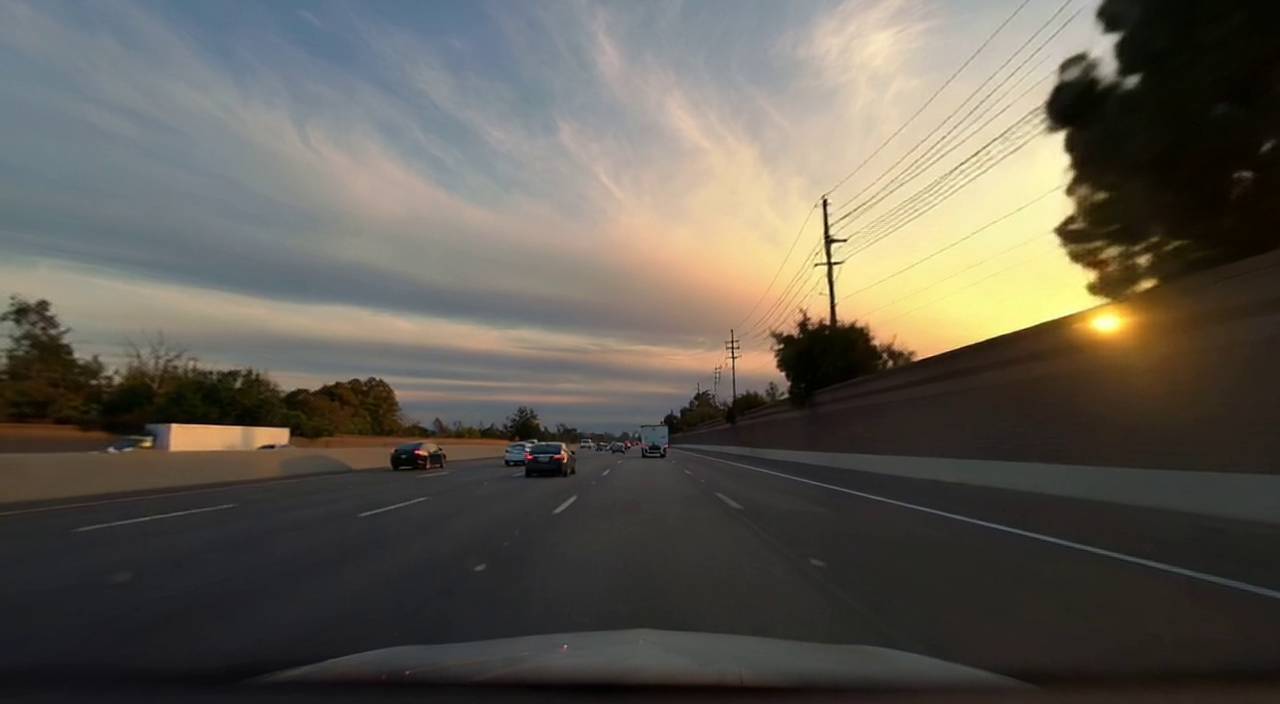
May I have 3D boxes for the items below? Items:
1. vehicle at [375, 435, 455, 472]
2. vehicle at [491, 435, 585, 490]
[{"bbox_3d":[-10.740,4.904,30.482,2.058,1.621,4.739,0,-9,1],"label":"vehicle"},{"bbox_3d":[-3.085,3.486,20.189,2.045,1.532,4.954,0,-9,1],"label":"vehicle"}]
